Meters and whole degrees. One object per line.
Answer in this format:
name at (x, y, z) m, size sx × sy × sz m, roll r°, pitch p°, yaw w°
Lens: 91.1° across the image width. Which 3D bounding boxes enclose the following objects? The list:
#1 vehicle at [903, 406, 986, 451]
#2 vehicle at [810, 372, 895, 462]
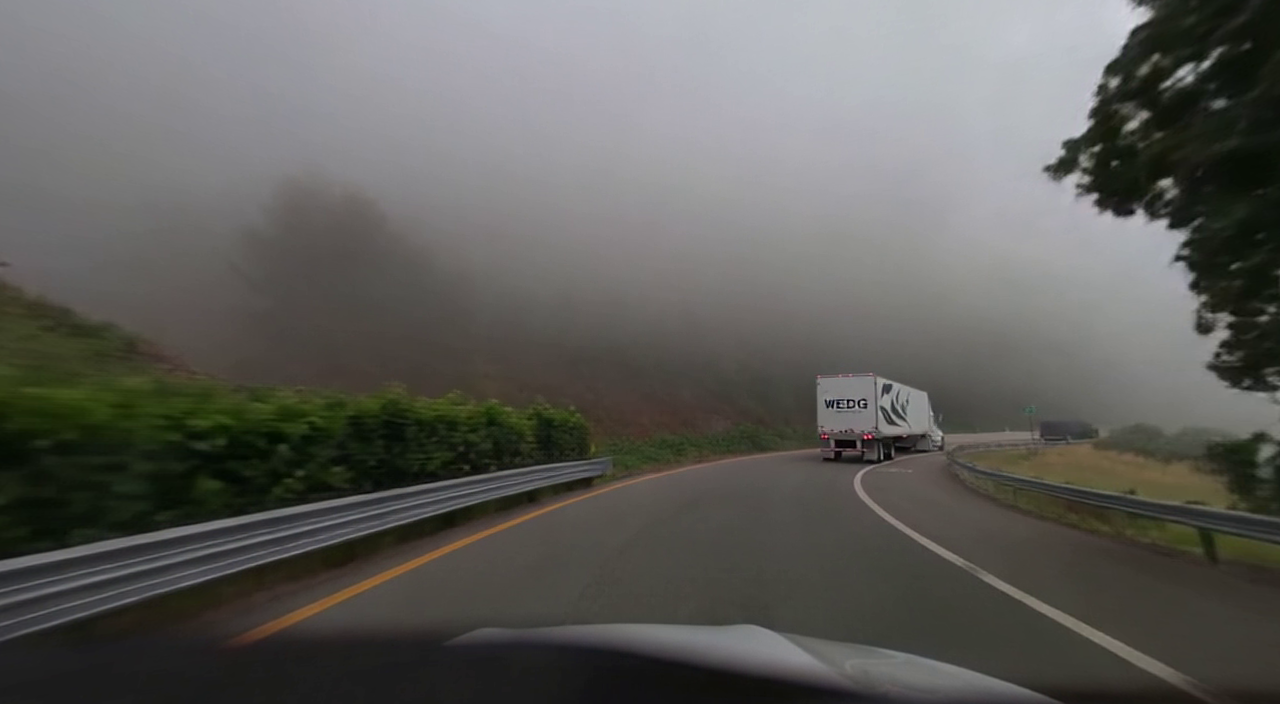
vehicle at (18.665, 4.710, 38.344) m, size 6.650 × 2.524 × 2.120 m, roll 7°, pitch -11°, yaw -43°
vehicle at (9.635, 2.995, 28.398) m, size 2.963 × 3.771 × 3.137 m, roll -4°, pitch -9°, yaw 29°
